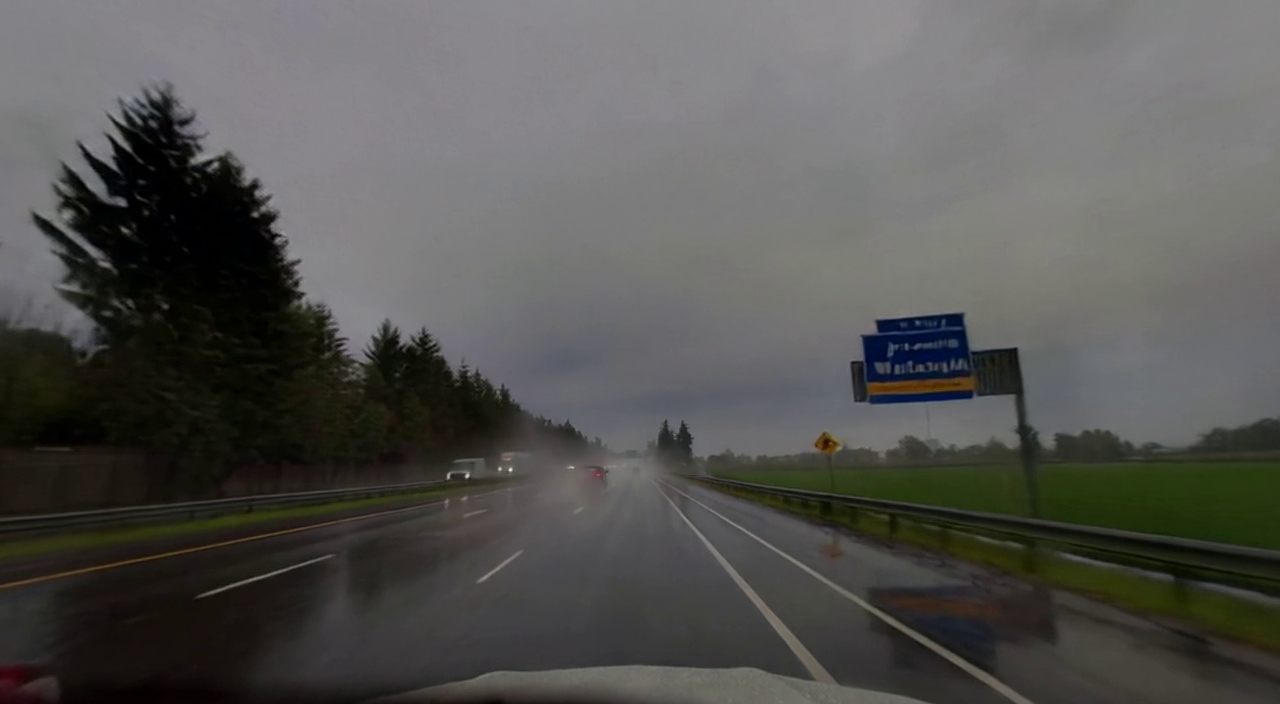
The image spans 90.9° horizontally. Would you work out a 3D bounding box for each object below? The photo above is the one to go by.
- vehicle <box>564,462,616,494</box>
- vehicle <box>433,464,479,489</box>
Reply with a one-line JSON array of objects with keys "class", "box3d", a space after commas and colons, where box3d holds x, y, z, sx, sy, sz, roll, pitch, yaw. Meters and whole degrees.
[{"class": "vehicle", "box3d": [-2.427, 6.328, 31.754, 2.183, 1.435, 4.653, 0, -10, 1]}, {"class": "vehicle", "box3d": [-12.248, 8.338, 42.213, 1.834, 1.541, 3.969, 1, -10, 0]}]
